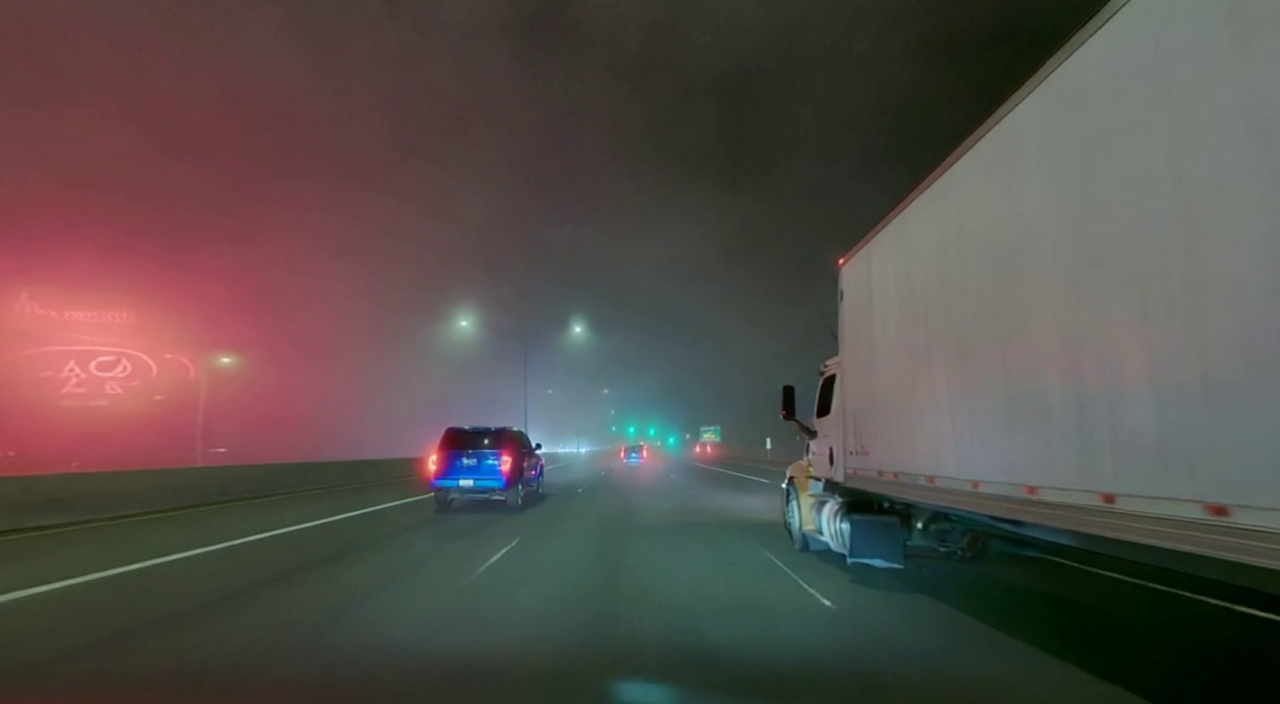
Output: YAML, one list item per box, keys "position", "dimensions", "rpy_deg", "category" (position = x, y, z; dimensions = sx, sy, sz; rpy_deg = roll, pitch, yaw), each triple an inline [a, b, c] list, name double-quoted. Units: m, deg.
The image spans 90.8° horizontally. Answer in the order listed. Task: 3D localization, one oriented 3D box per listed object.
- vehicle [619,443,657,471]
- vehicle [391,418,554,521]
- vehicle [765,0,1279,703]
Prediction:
- position: [-0.122, 5.694, 34.495]
  dimensions: [1.929, 1.395, 3.999]
  rpy_deg: [0, -8, -1]
  category: "vehicle"
- position: [-3.312, 2.436, 13.654]
  dimensions: [2.229, 1.806, 4.698]
  rpy_deg: [0, -8, 0]
  category: "vehicle"
- position: [3.365, 0.215, 3.626]
  dimensions: [2.934, 3.325, 10.986]
  rpy_deg: [0, -8, -1]
  category: "vehicle"
